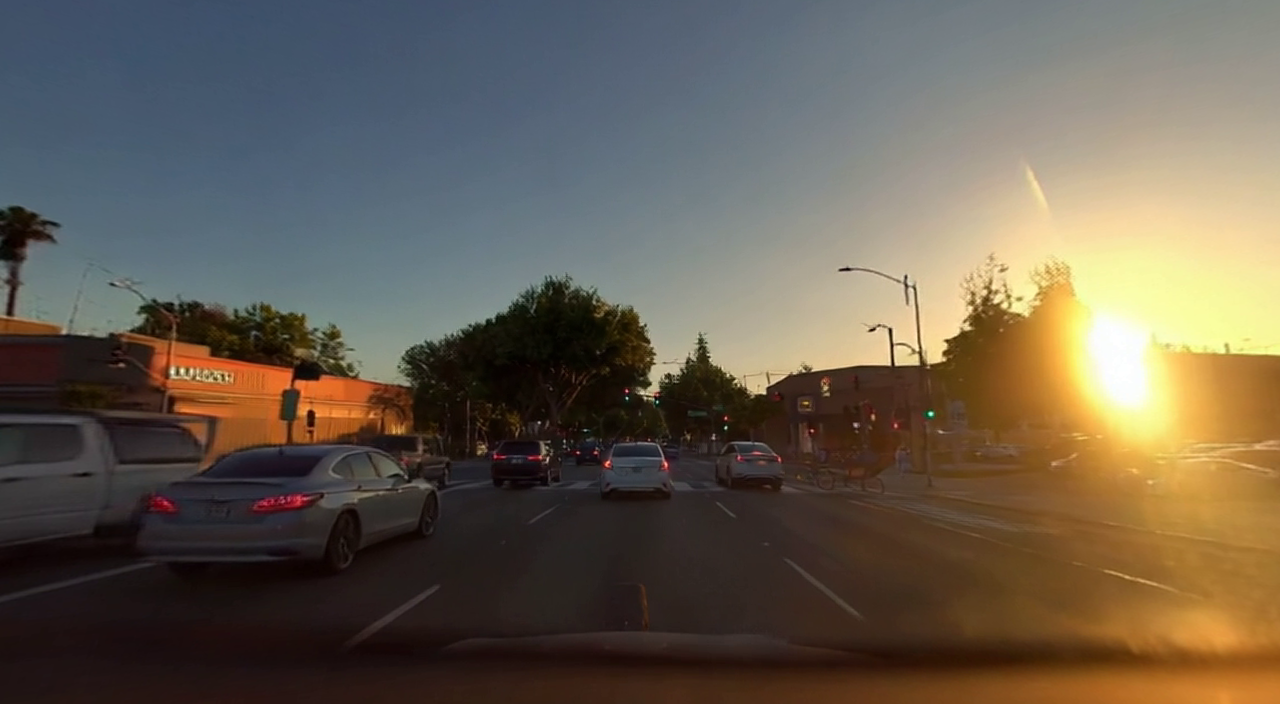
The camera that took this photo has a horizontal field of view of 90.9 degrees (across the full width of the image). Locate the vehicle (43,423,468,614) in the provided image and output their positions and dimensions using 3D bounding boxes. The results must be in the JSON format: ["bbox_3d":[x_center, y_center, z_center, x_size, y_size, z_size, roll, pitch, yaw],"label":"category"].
[{"bbox_3d":[-3.706,1.670,7.408,1.992,1.493,4.688,0,-8,1],"label":"vehicle"}]

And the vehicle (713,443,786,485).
[{"bbox_3d":[4.175,4.343,24.723,1.979,1.485,4.207,0,-8,-1],"label":"vehicle"}]

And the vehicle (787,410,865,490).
[{"bbox_3d":[8.461,4.467,28.900,2.613,3.281,2.673,5,-8,0],"label":"vehicle"}]

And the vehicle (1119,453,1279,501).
[{"bbox_3d":[19.026,4.139,21.061,4.367,1.475,1.815,-1,-8,7],"label":"vehicle"}]

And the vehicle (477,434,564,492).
[{"bbox_3d":[-3.714,3.519,20.323,1.983,1.685,3.997,0,-8,0],"label":"vehicle"}]

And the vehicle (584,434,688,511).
[{"bbox_3d":[-0.082,2.770,14.984,2.121,1.563,4.031,0,-8,0],"label":"vehicle"}]
